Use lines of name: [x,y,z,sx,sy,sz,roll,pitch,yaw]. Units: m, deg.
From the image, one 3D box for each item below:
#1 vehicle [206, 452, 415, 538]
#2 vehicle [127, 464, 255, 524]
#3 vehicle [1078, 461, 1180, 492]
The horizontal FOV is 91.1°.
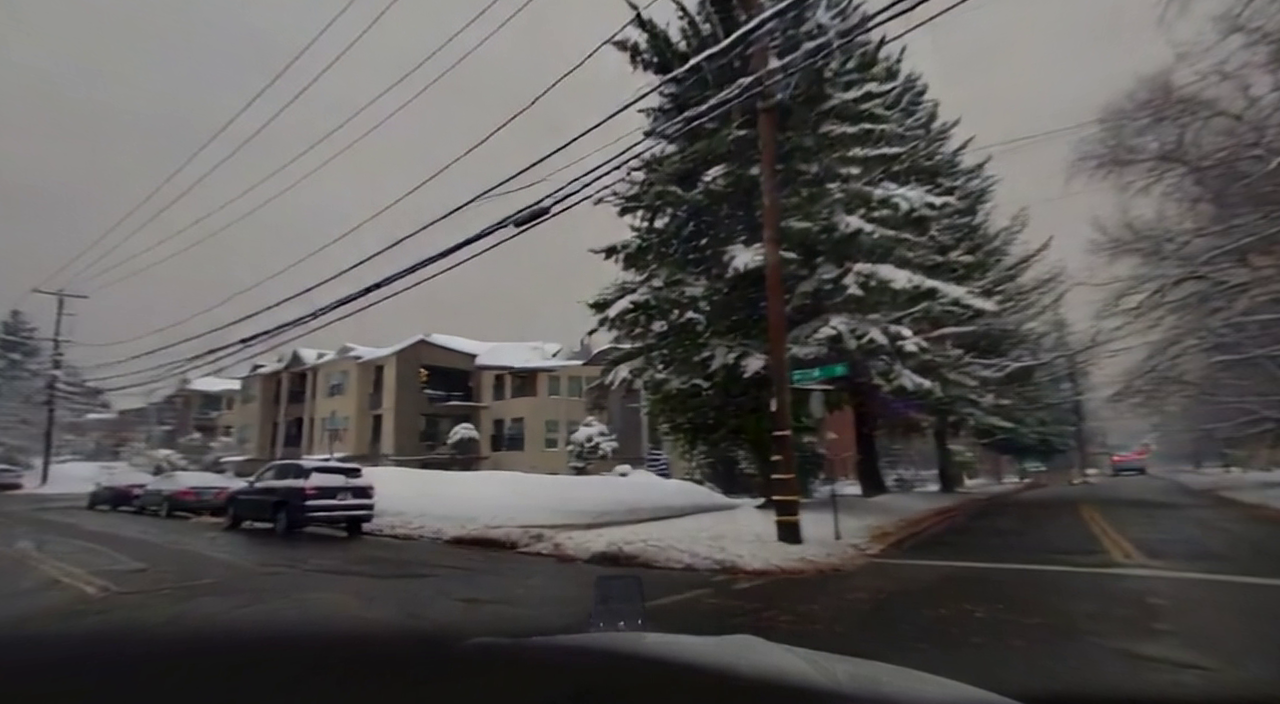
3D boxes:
vehicle: [-7.808,3.263,14.689,5.170,1.626,2.272,-9,-14,37]
vehicle: [-14.056,4.332,19.577,4.652,1.494,1.868,-6,-10,37]
vehicle: [29.918,7.586,38.531,4.700,1.677,1.927,-6,-10,37]
